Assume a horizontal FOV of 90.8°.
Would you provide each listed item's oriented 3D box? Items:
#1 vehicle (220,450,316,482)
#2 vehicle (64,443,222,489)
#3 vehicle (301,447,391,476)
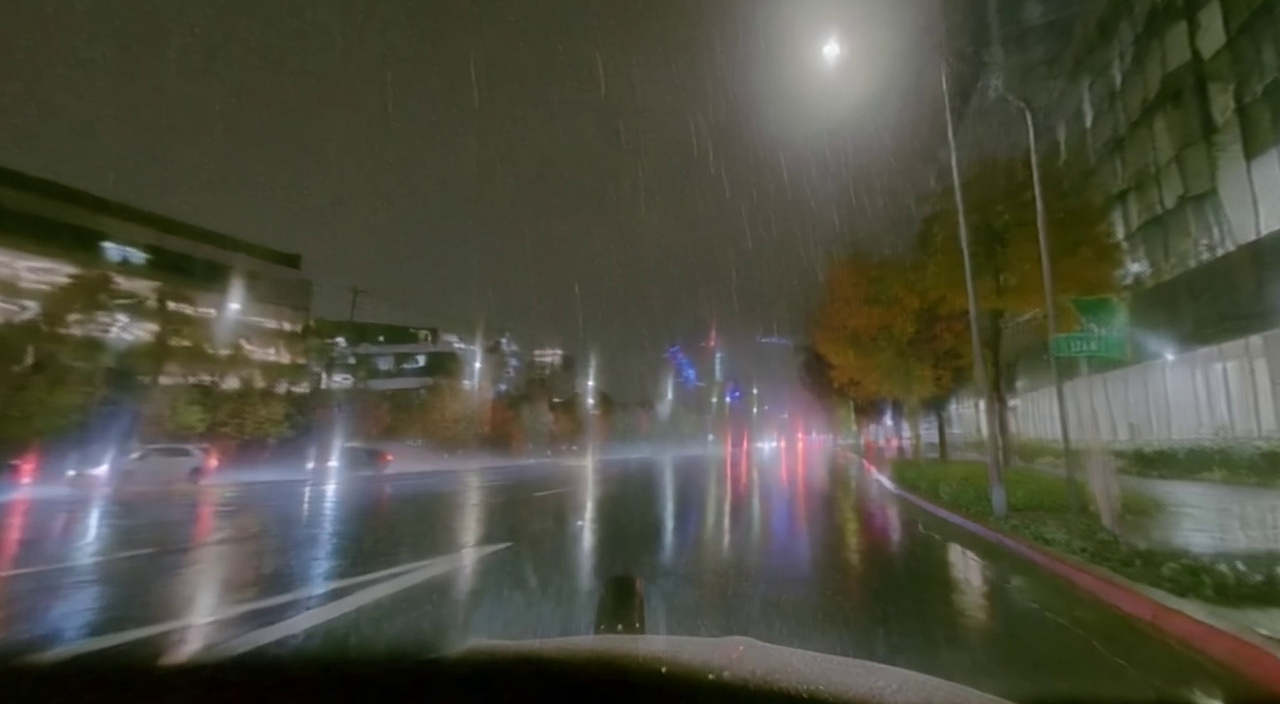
[{"bbox_3d":[-20.638,6.312,35.275,1.867,1.540,4.423,-3,-8,18],"label":"vehicle"},{"bbox_3d":[-20.286,4.607,26.104,1.926,1.681,4.727,-3,-8,18],"label":"vehicle"},{"bbox_3d":[-16.742,6.242,36.233,1.872,1.493,4.724,-3,-8,19],"label":"vehicle"}]
